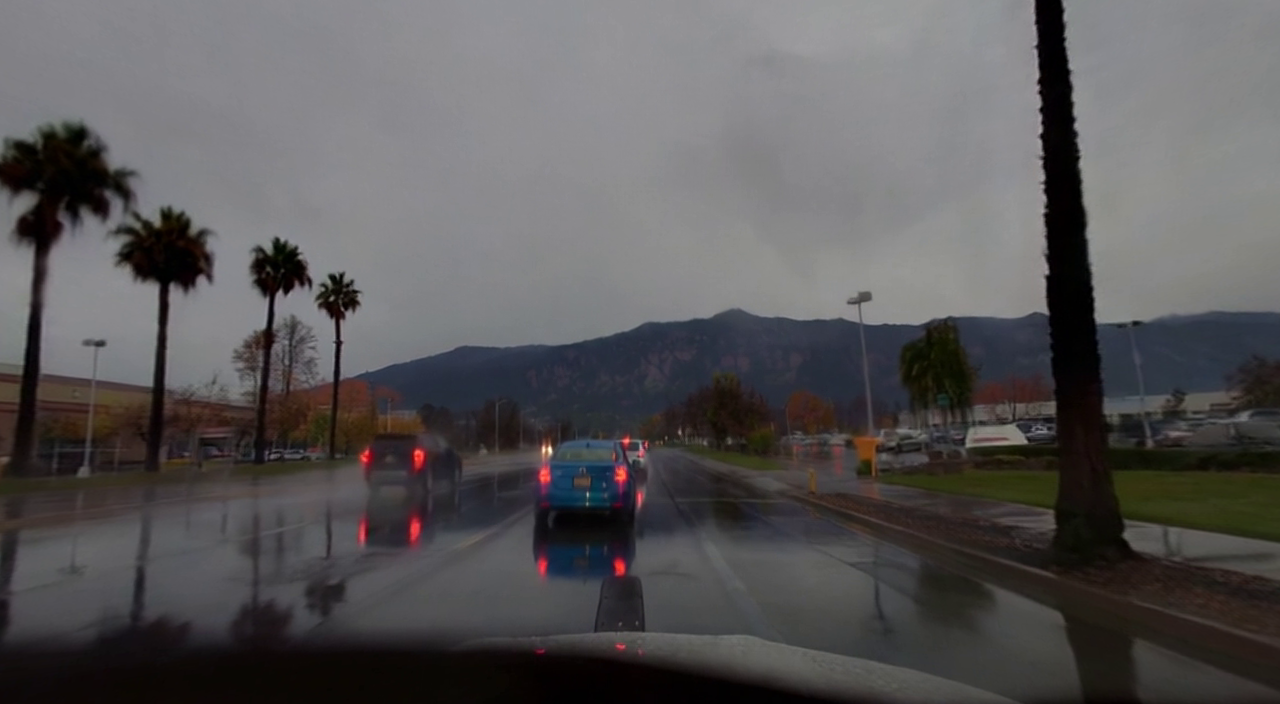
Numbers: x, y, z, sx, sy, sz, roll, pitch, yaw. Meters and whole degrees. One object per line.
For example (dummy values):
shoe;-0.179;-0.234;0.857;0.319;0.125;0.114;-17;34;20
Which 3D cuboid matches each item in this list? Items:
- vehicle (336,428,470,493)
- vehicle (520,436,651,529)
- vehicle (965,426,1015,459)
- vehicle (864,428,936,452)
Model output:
vehicle;-7.707;3.598;21.334;2.400;1.900;5.325;0;-8;1
vehicle;-0.960;2.360;12.047;2.067;1.459;3.886;0;-8;-3
vehicle;17.348;4.503;31.336;1.961;1.526;4.640;-5;-10;29
vehicle;19.079;6.509;46.542;1.925;1.652;4.490;6;-10;-35
